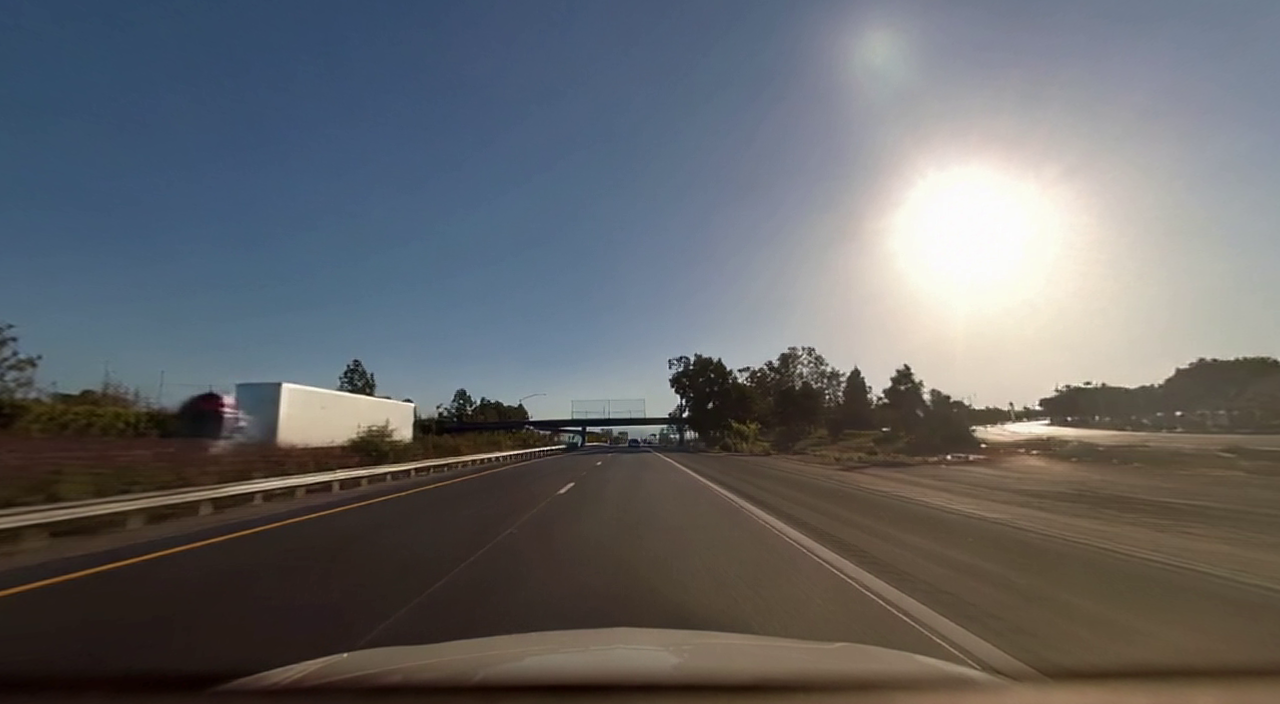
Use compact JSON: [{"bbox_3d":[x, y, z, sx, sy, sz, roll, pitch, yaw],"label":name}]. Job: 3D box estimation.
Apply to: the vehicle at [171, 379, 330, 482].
[{"bbox_3d":[-16.511,3.412,27.376,2.983,3.932,6.093,0,-8,-1],"label":"vehicle"}]
